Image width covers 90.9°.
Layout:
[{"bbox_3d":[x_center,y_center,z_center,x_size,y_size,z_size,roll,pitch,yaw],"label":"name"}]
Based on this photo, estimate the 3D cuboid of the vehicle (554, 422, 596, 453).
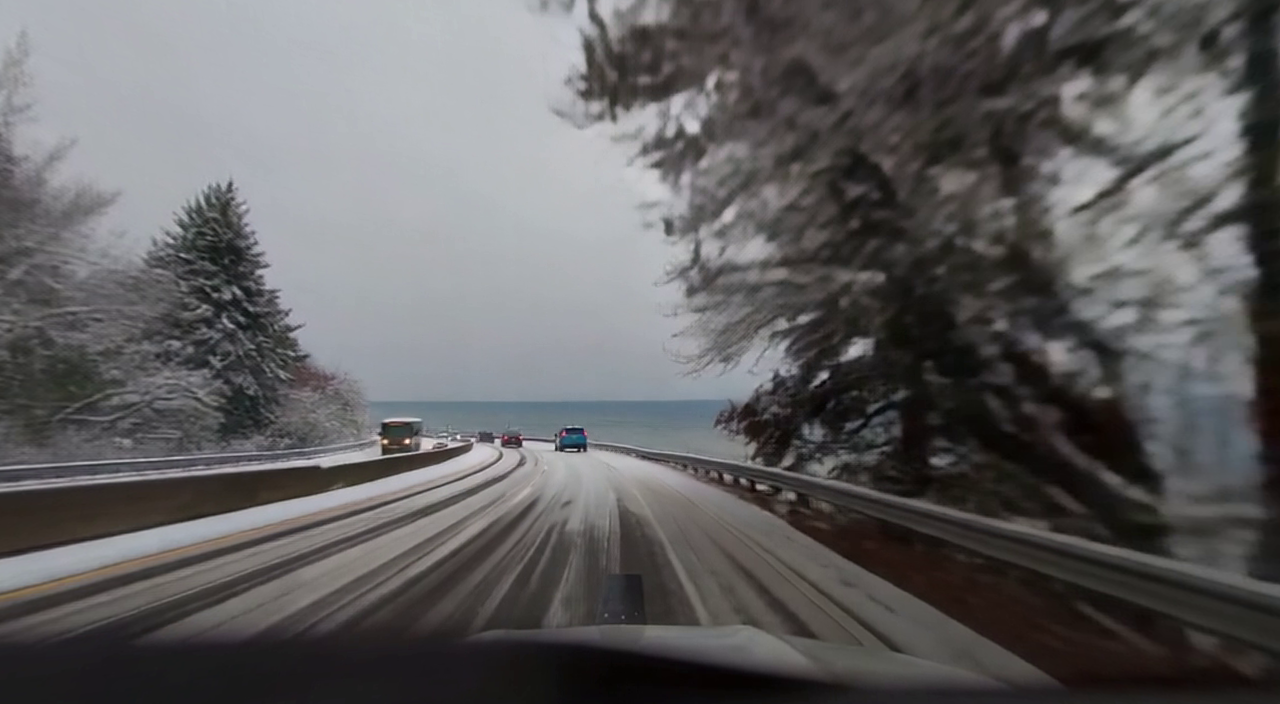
[{"bbox_3d":[-4.975,6.500,47.678,2.632,2.162,5.529,2,-9,-11],"label":"vehicle"}]
